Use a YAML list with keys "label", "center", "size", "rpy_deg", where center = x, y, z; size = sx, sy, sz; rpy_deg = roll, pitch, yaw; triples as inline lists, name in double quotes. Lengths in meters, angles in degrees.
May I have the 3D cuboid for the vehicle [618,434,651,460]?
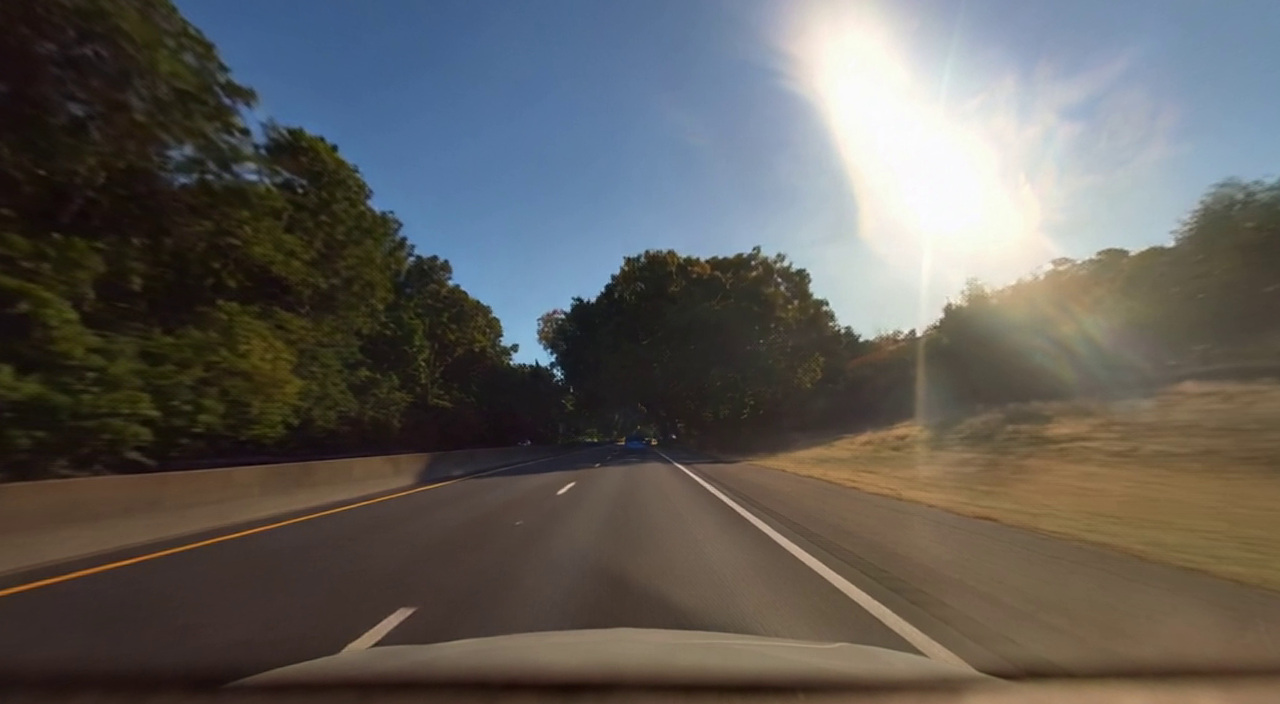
- label: "vehicle"
  center: [-0.384, 6.448, 43.098]
  size: [2.094, 1.653, 4.283]
  rpy_deg: [0, -8, -1]
